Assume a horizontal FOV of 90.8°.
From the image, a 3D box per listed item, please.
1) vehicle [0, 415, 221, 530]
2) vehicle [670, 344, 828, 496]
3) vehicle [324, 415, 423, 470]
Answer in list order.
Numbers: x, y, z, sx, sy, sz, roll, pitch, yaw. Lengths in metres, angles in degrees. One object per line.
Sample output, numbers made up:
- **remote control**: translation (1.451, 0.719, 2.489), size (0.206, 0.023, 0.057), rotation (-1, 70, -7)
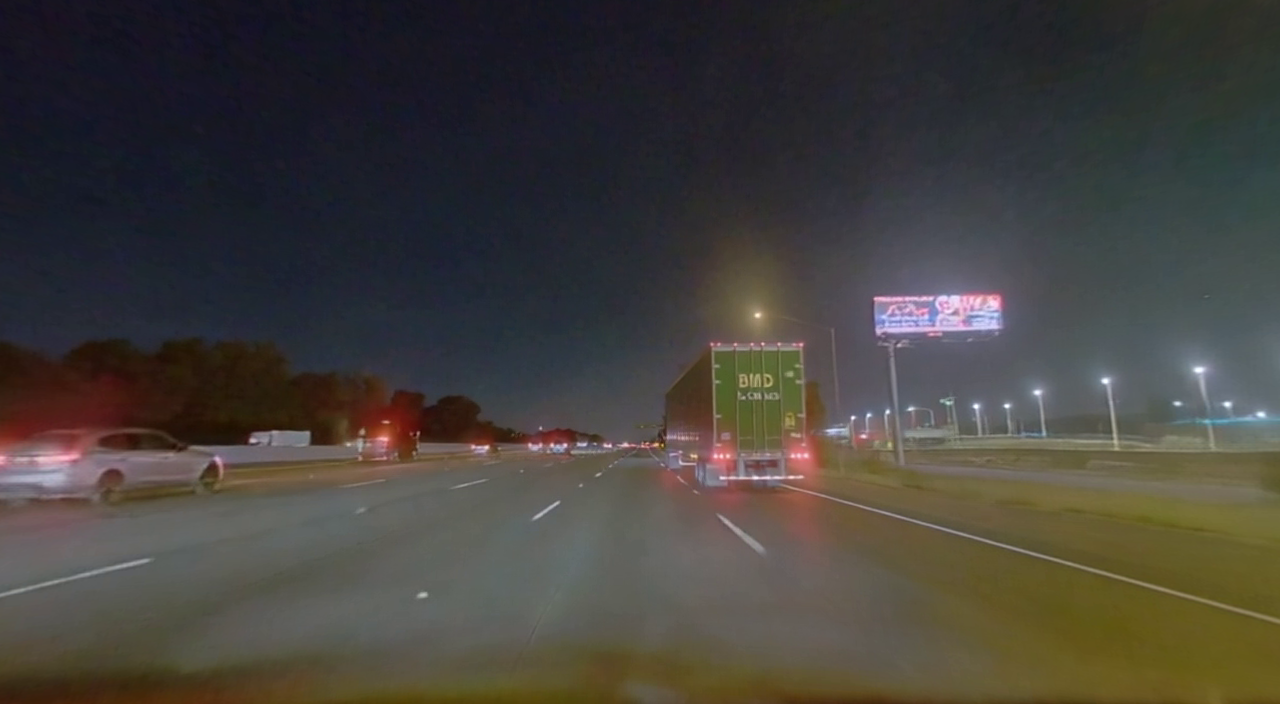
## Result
- **vehicle**: translation (-10.483, 2.136, 11.724), size (2.045, 1.697, 4.844), rotation (0, -8, 0)
- **vehicle**: translation (3.167, 2.846, 23.963), size (2.891, 3.944, 15.051), rotation (0, -8, -2)
- **vehicle**: translation (-13.759, 4.758, 33.155), size (2.307, 2.571, 6.260), rotation (0, -8, 1)
